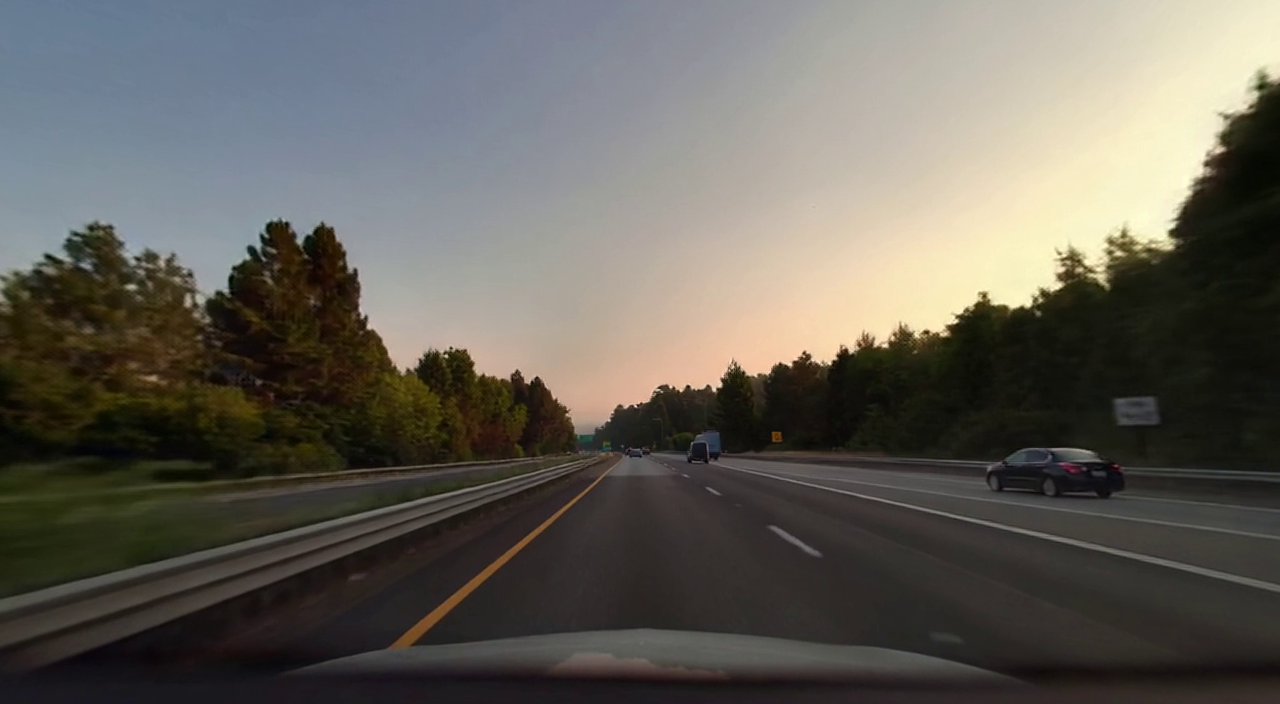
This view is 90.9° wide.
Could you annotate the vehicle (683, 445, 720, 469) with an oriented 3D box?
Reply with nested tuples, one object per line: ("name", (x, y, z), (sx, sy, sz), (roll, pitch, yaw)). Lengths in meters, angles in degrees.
("vehicle", (4.222, 7.316, 44.073), (2.058, 1.605, 4.116), (0, -9, -2))

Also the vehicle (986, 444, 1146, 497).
("vehicle", (12.408, 3.448, 18.690), (1.926, 1.386, 3.719), (1, -9, -5))
